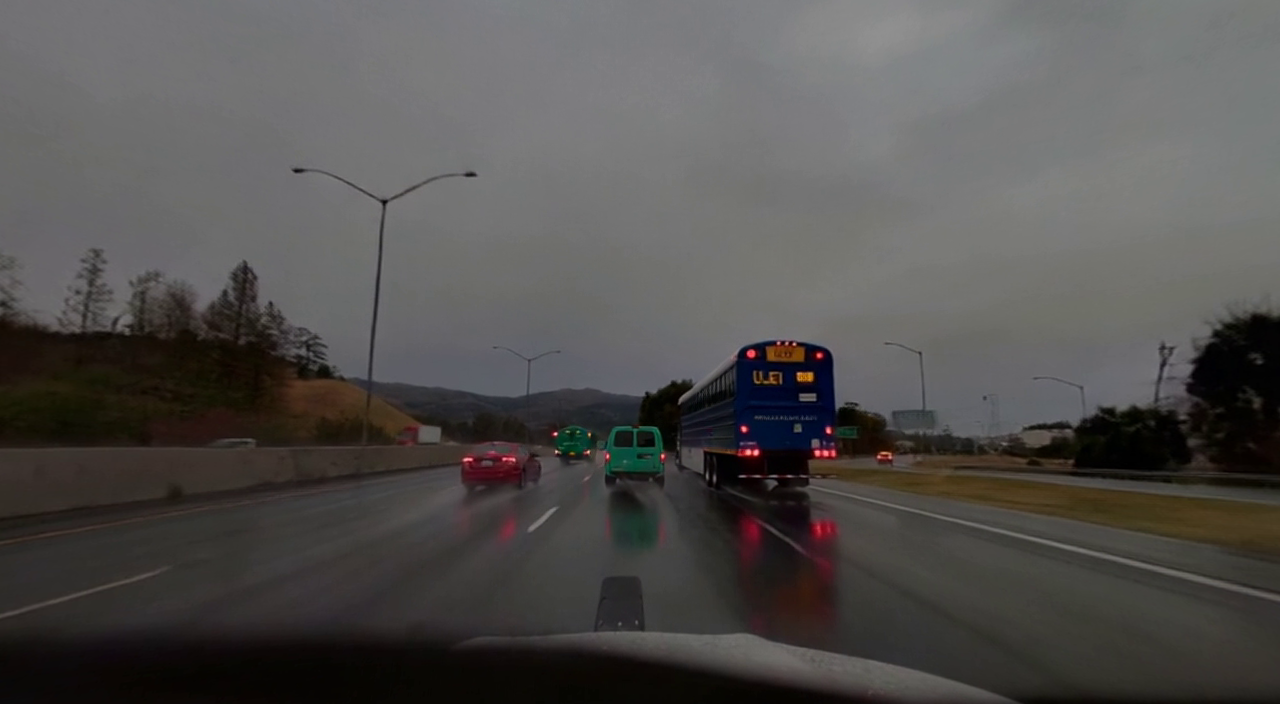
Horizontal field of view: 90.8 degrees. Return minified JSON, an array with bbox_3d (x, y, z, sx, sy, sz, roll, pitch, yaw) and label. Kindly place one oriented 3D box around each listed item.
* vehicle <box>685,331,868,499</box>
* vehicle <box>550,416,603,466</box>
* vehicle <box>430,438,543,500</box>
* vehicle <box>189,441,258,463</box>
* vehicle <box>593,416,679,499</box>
[{"bbox_3d":[3.797,2.455,22.049,3.006,4.101,13.245,0,-8,-2],"label":"vehicle"},{"bbox_3d":[-4.192,6.093,43.116,2.947,3.009,7.991,0,-8,-1],"label":"vehicle"},{"bbox_3d":[-4.006,3.112,17.277,2.039,1.453,4.197,0,-8,0],"label":"vehicle"},{"bbox_3d":[-28.948,6.964,44.043,1.806,1.435,4.578,0,-8,-2],"label":"vehicle"},{"bbox_3d":[-0.195,2.831,17.229,2.037,1.929,4.343,0,-8,-3],"label":"vehicle"}]
